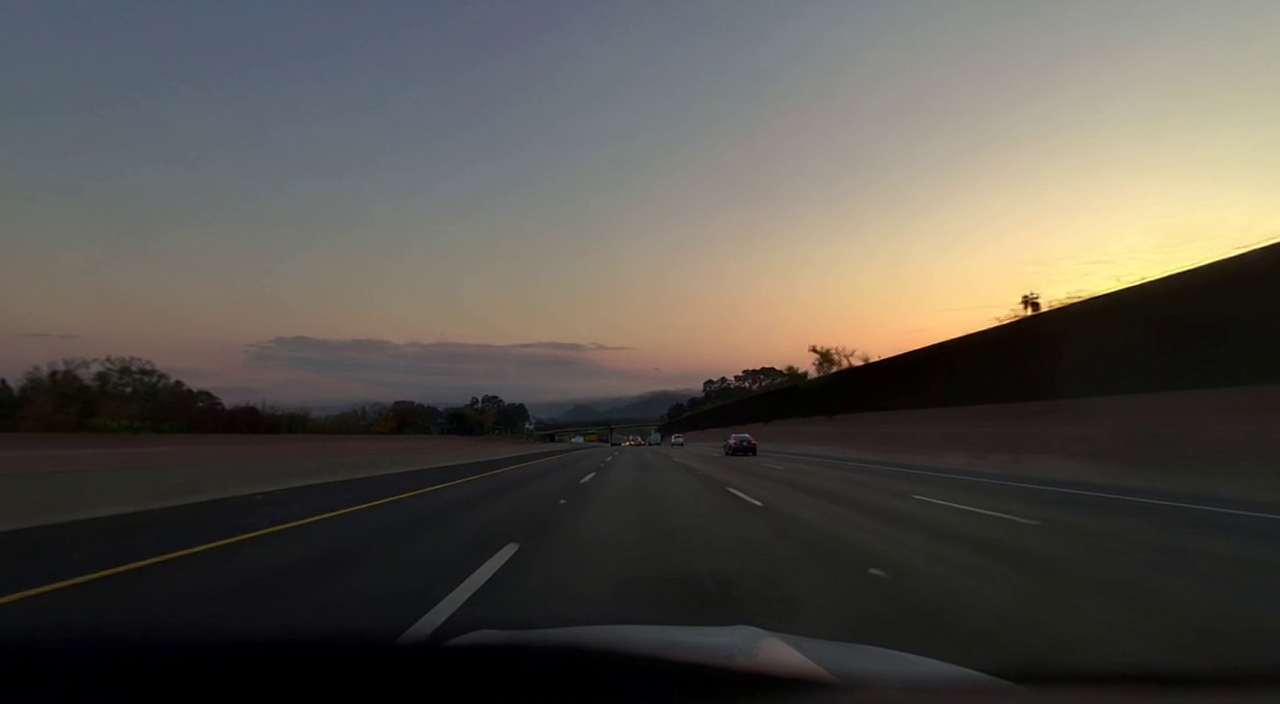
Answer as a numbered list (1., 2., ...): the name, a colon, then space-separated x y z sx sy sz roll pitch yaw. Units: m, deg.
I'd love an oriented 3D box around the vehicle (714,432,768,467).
1. vehicle: 4.621 4.516 29.328 1.802 1.492 3.804 0 -8 -1
